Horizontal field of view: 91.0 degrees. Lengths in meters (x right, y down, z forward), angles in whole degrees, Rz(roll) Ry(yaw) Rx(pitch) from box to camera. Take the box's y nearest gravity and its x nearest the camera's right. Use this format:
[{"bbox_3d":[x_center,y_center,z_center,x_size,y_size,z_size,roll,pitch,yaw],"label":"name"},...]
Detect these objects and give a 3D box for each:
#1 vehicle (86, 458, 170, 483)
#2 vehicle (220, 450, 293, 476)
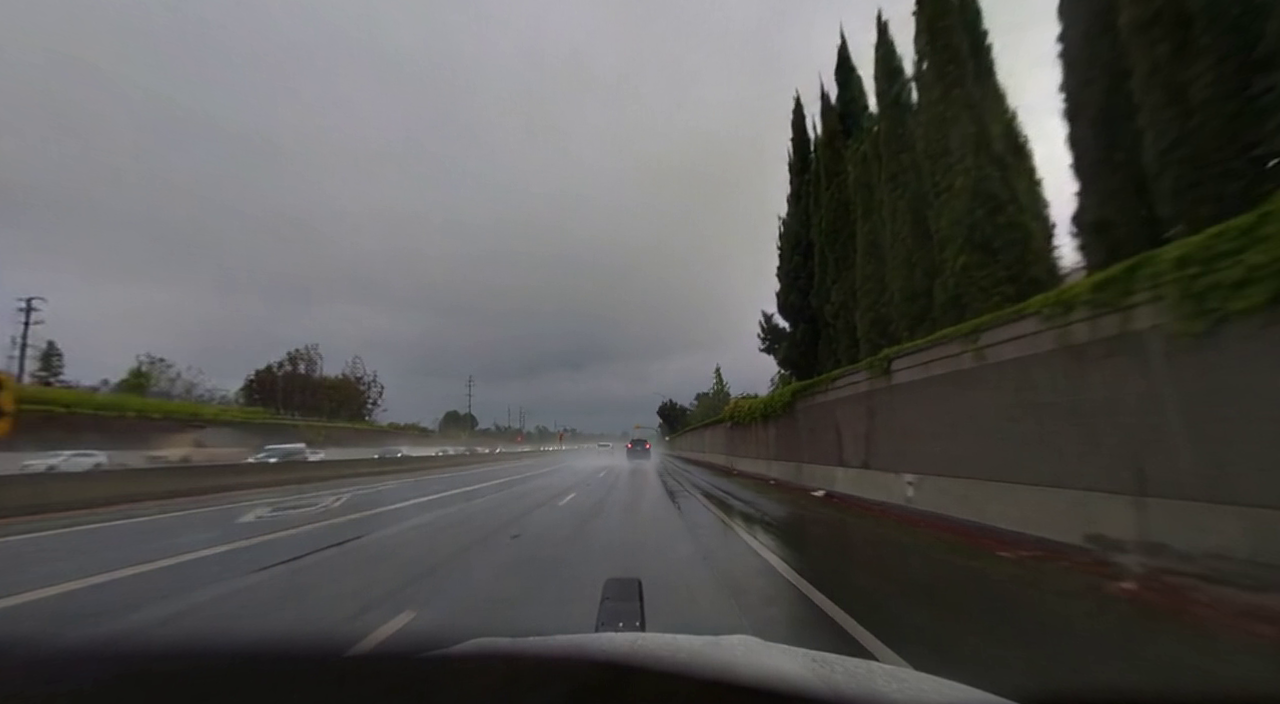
[{"bbox_3d":[-33.392,7.716,41.239,1.825,1.496,4.423,0,-9,0],"label":"vehicle"},{"bbox_3d":[-26.168,7.581,43.217,2.023,1.625,4.651,0,-9,1],"label":"vehicle"}]
